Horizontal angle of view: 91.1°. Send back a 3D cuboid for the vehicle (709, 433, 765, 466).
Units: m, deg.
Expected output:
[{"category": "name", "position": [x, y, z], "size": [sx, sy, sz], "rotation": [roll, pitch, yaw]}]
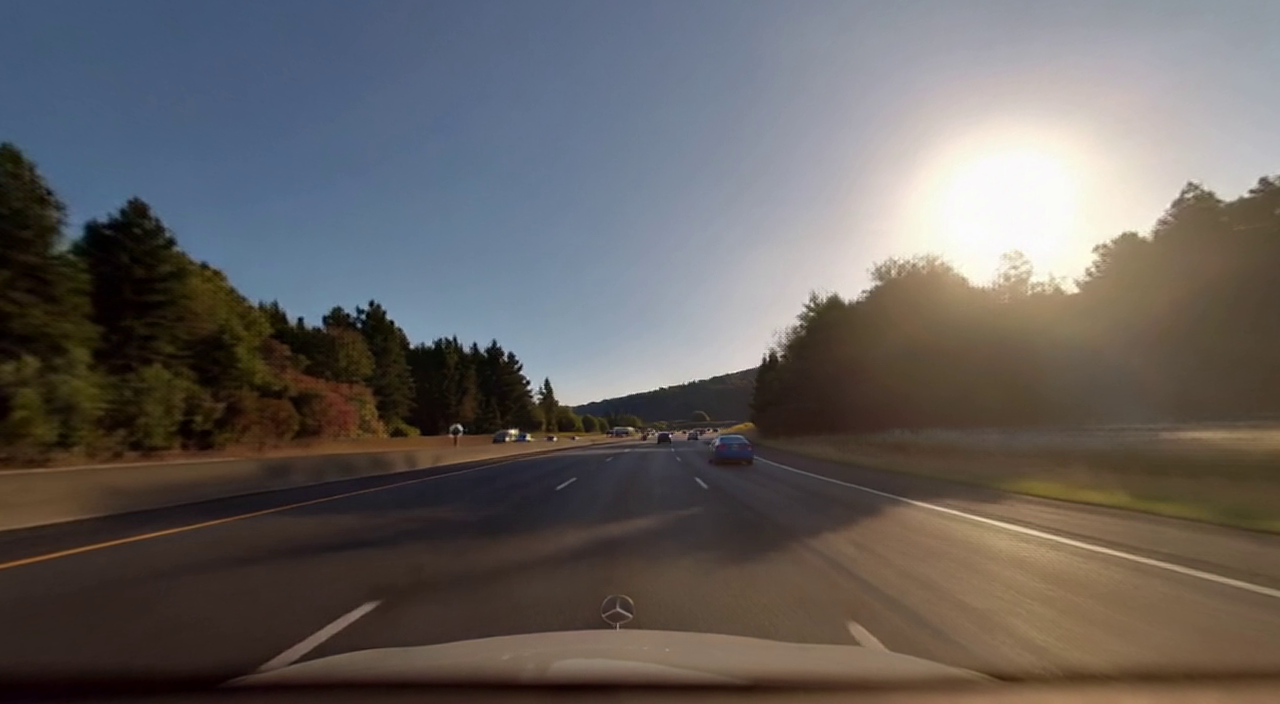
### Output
[{"category": "vehicle", "position": [4.494, 4.584, 29.778], "size": [1.982, 1.452, 4.294], "rotation": [0, -8, 0]}]
